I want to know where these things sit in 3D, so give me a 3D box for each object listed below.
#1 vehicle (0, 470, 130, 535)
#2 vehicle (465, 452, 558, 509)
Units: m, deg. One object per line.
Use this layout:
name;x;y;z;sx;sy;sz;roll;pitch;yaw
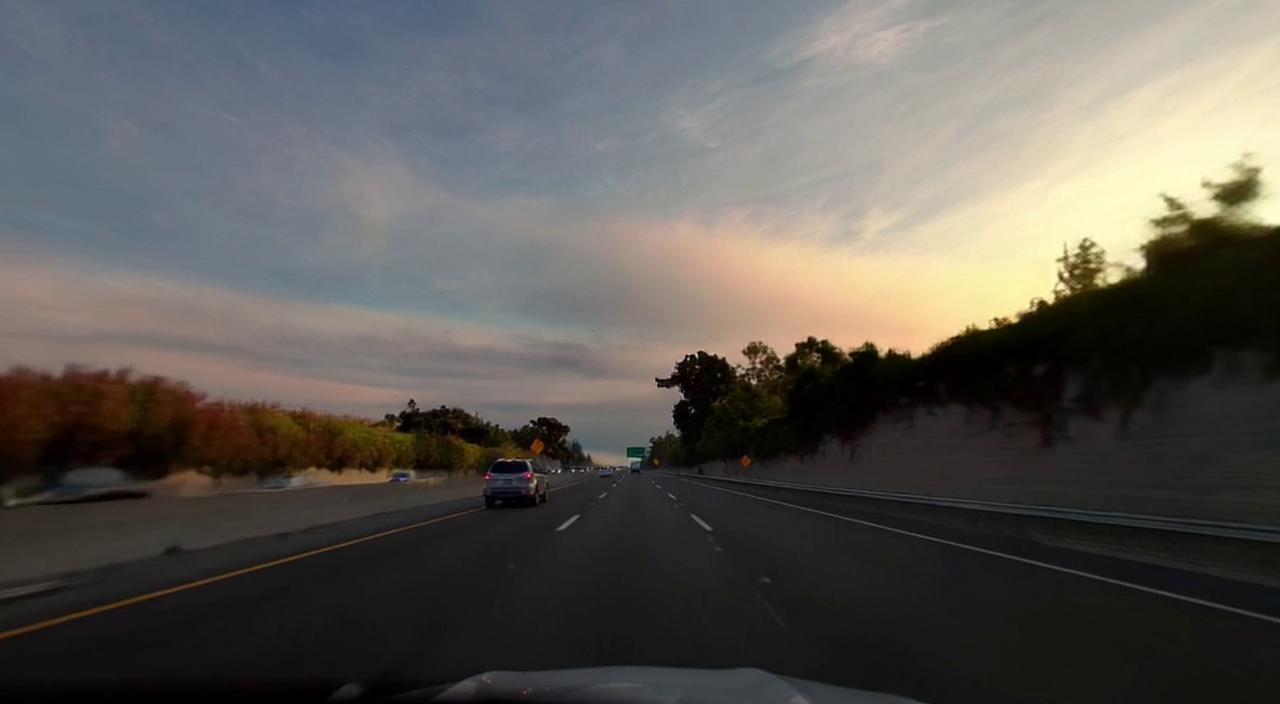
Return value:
vehicle;-15.961;3.815;16.266;1.802;1.485;4.492;1;-10;-1
vehicle;-4.323;4.454;22.068;2.178;1.736;4.847;1;-10;0
